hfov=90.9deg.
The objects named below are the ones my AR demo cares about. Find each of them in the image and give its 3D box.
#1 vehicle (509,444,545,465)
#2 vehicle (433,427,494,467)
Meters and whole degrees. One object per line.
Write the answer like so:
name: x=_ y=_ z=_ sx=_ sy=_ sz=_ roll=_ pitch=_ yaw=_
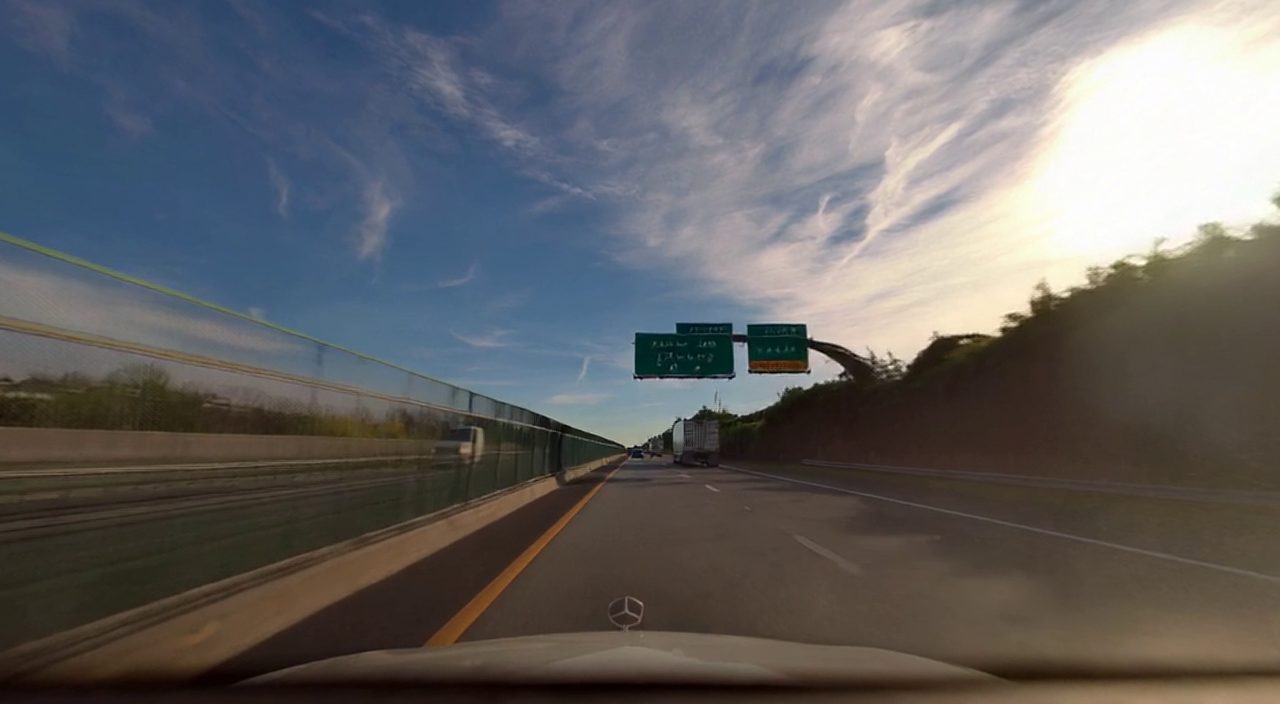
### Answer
vehicle: x=-8.242 y=7.514 z=46.414 sx=1.864 sy=1.492 sz=4.032 roll=0 pitch=-9 yaw=1
vehicle: x=-12.353 y=6.706 z=44.603 sx=2.397 sy=2.585 sz=6.311 roll=0 pitch=-9 yaw=0
